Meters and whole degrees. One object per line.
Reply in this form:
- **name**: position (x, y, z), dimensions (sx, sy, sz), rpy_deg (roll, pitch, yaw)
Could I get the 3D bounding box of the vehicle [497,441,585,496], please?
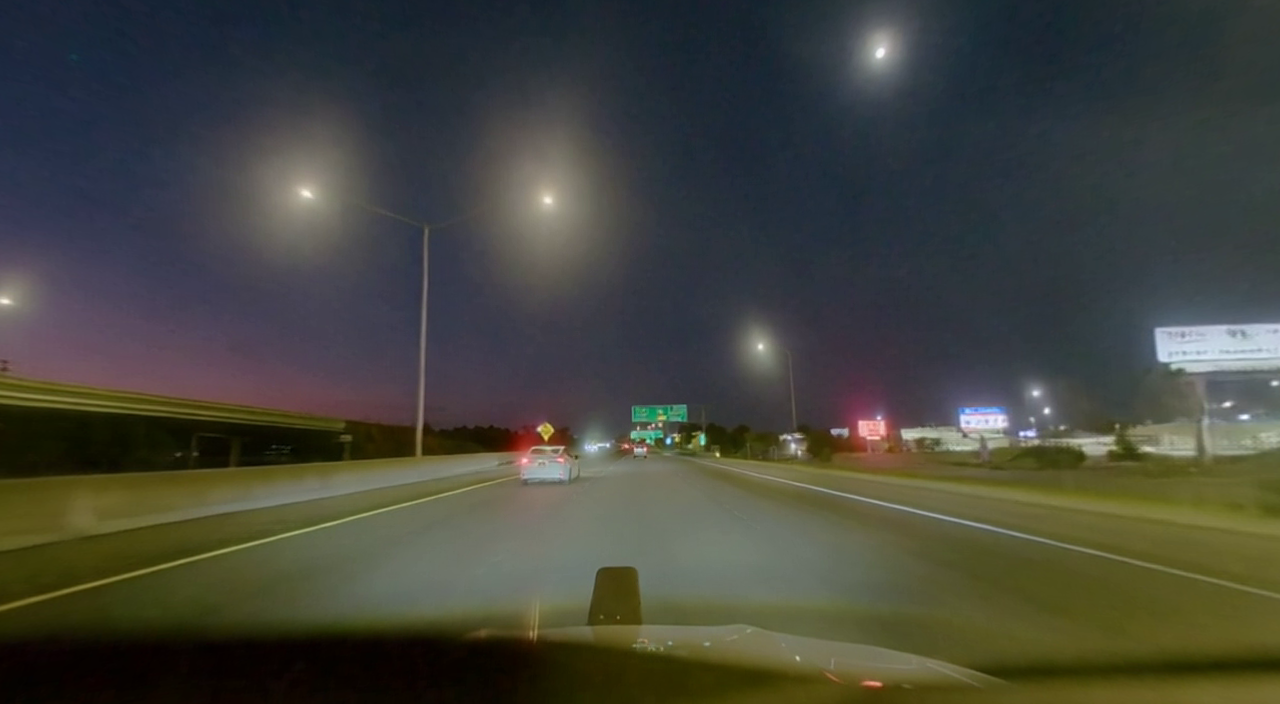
- **vehicle**: position (-3.028, 3.680, 20.382), dimensions (2.029, 1.557, 4.570), rpy_deg (0, -9, 1)
